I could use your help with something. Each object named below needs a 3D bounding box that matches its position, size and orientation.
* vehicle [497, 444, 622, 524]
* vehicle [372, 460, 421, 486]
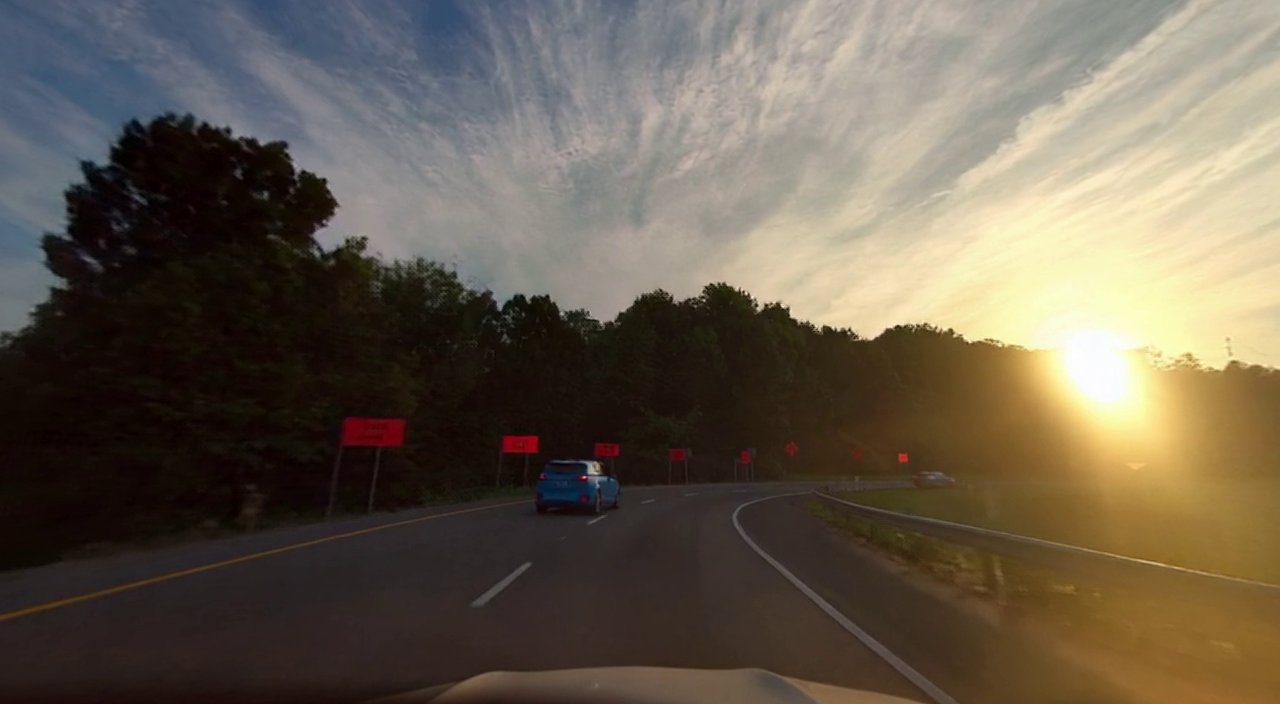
[{"bbox_3d":[-1.849,3.306,16.106,1.997,1.692,4.422,-1,-10,9],"label":"vehicle"},{"bbox_3d":[-15.204,7.584,39.542,1.758,1.470,3.823,1,-10,-5],"label":"vehicle"}]
